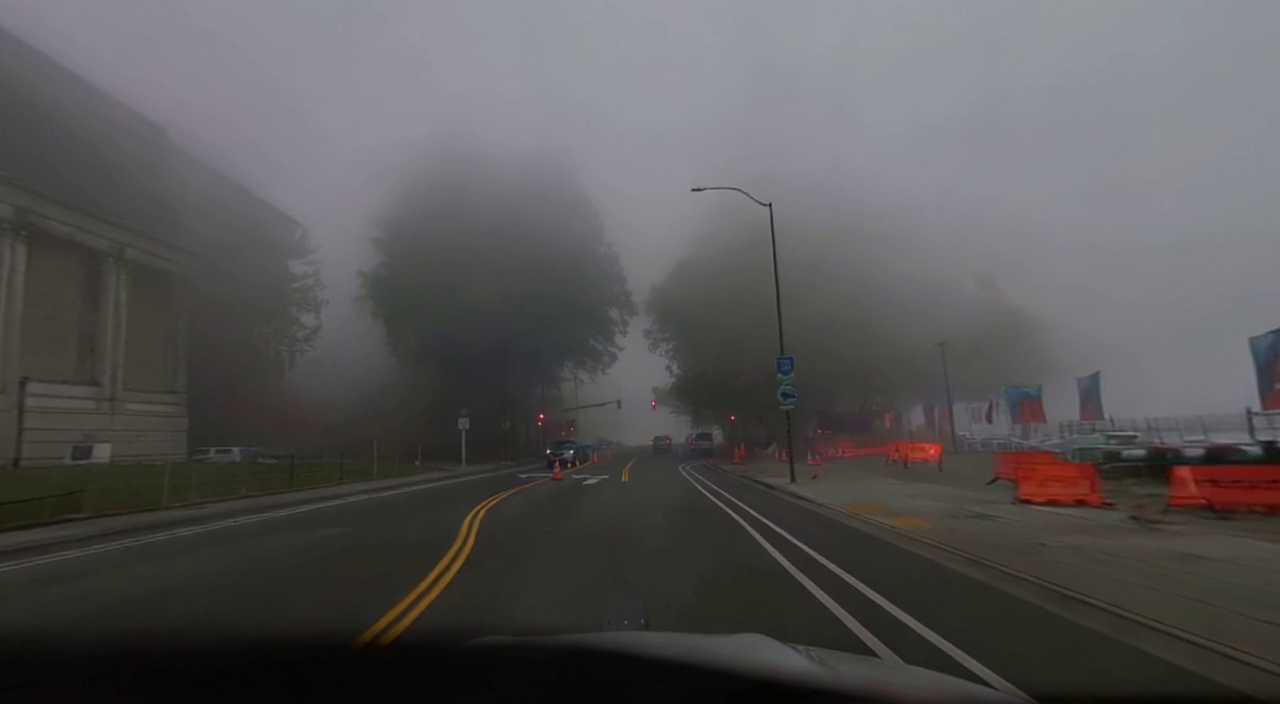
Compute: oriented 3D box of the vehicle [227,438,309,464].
[{"bbox_3d":[-25.991,6.940,44.127,4.445,1.753,2.044,0,-8,0],"label":"vehicle"}]
